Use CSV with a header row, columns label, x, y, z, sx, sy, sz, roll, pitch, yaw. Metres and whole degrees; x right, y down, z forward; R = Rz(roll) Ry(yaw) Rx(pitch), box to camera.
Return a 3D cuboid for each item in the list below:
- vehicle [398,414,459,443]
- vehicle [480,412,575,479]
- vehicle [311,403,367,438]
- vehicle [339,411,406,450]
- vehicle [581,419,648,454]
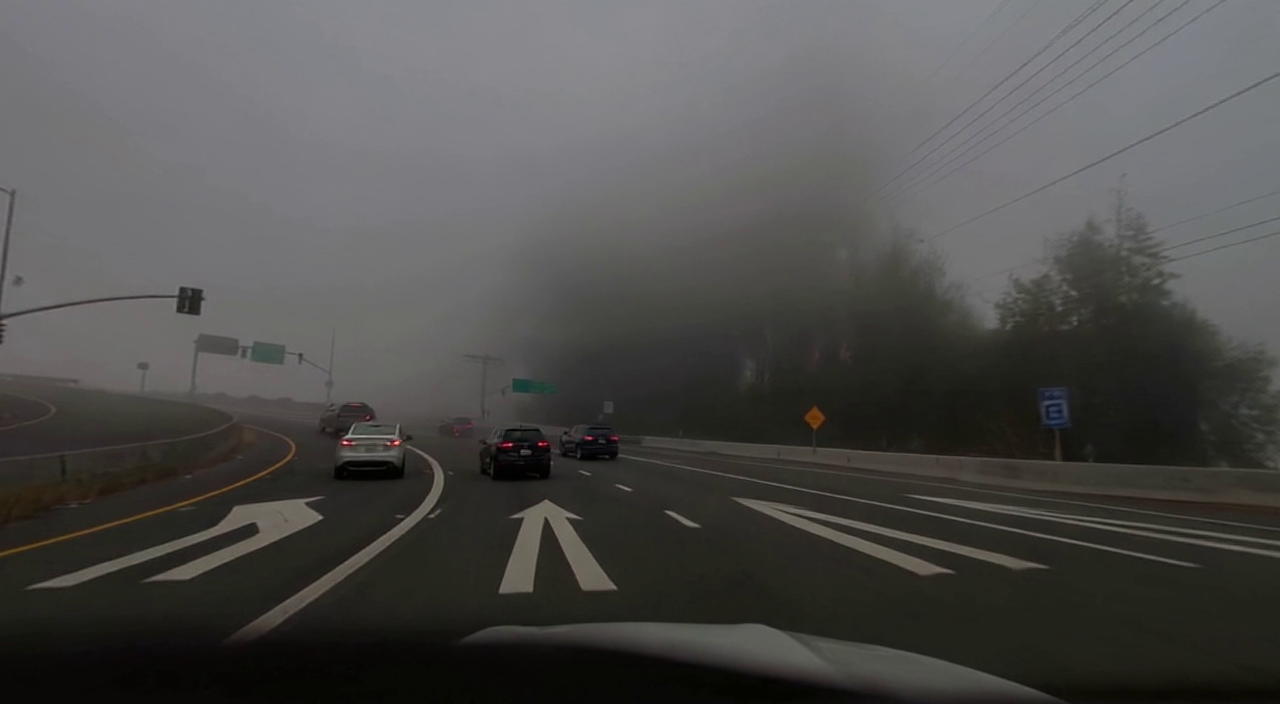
label,x,y,z,sx,sy,sz,roll,pitch,yaw
vehicle,-11.803,4.305,35.019,1.832,1.473,4.364,6,-11,-37
vehicle,-3.454,2.766,18.673,2.140,1.724,4.304,3,-9,-18
vehicle,-16.544,3.809,34.543,2.076,1.747,4.285,6,-10,-33
vehicle,-11.686,3.464,27.364,2.033,1.501,4.623,5,-10,-29
vehicle,-1.567,4.892,36.222,2.079,1.807,4.682,4,-9,-27
